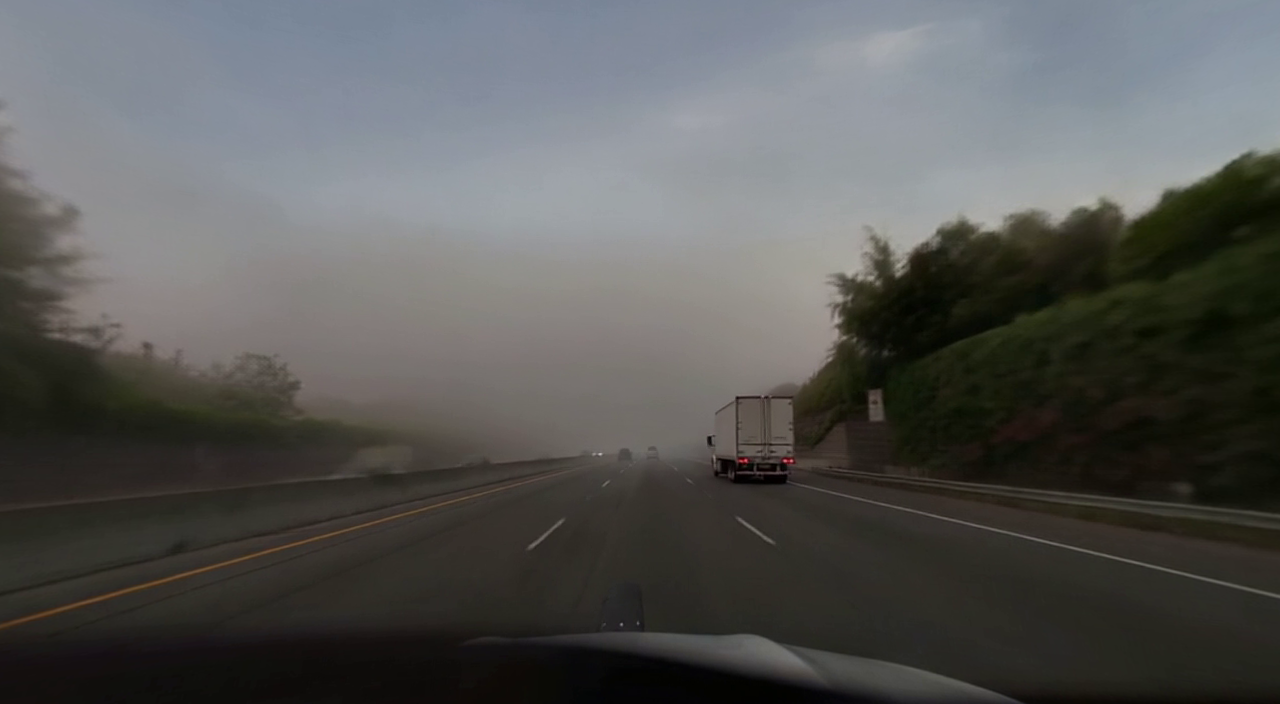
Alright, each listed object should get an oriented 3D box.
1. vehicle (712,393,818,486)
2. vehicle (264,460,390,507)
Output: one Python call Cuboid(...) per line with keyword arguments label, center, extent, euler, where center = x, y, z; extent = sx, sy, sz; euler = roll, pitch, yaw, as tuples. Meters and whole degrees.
Cuboid(label="vehicle", center=(4.940, 3.785, 26.768), extent=(2.771, 3.313, 8.121), euler=(0, -9, 0))
Cuboid(label="vehicle", center=(-10.952, 4.619, 22.521), extent=(2.064, 1.417, 4.622), euler=(0, -9, 1))
